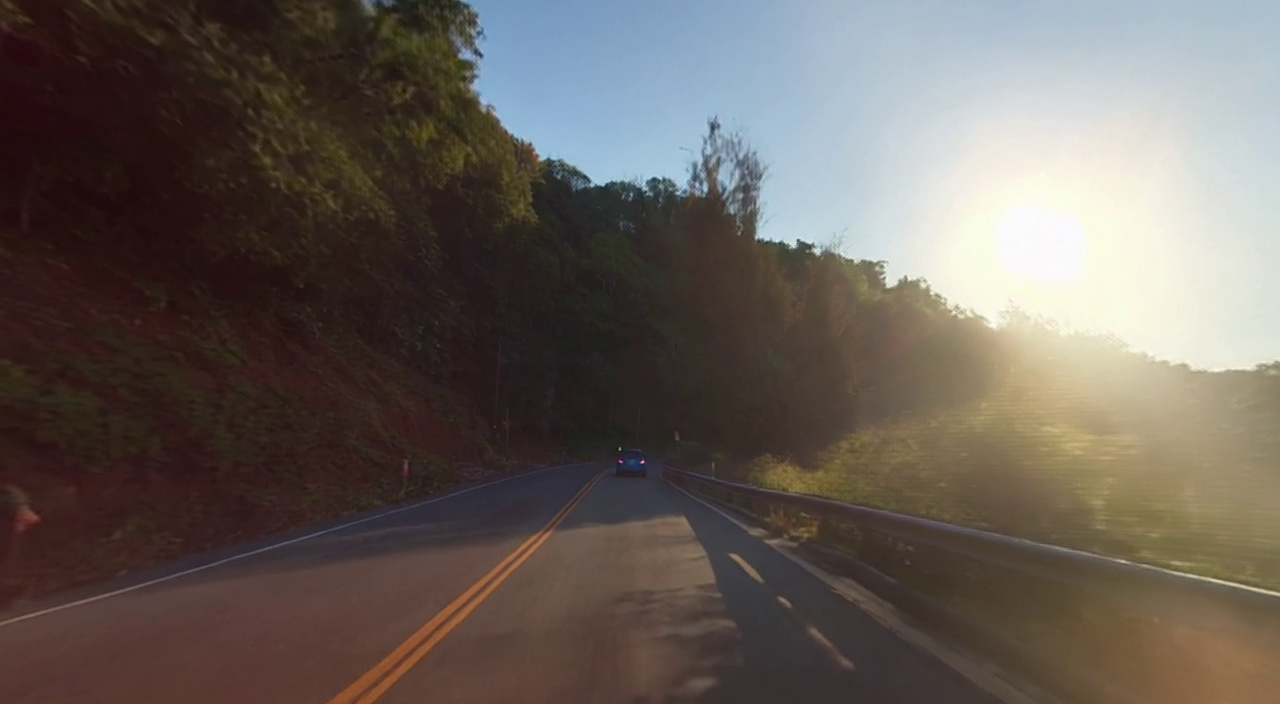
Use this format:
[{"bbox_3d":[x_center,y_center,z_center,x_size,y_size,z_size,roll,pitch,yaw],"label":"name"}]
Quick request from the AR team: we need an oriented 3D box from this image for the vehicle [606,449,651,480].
[{"bbox_3d":[-0.531,6.008,33.974,2.259,1.503,4.075,0,-9,1],"label":"vehicle"}]
